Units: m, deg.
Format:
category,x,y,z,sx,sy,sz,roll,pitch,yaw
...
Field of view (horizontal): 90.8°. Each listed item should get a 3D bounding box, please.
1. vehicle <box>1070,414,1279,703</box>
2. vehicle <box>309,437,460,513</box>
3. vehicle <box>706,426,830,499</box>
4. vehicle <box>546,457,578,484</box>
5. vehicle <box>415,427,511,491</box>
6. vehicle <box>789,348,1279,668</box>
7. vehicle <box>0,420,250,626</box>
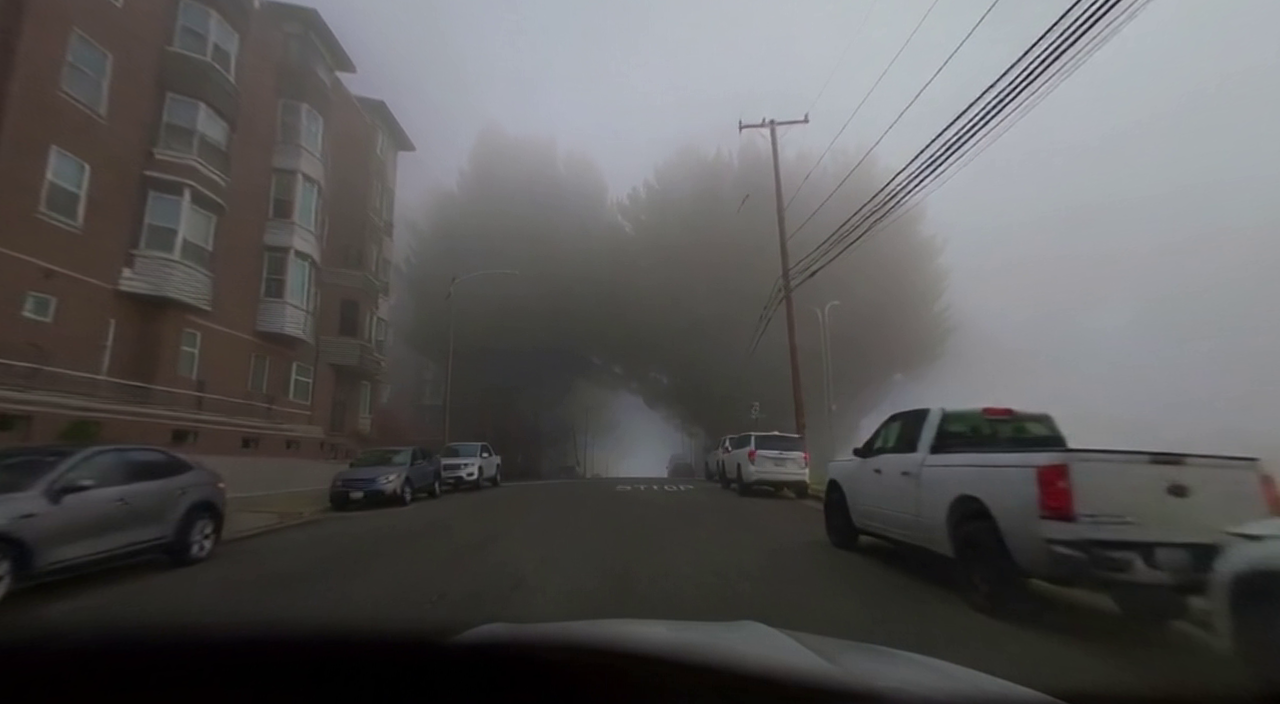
category,x,y,z,sx,sy,sz,roll,pitch,yaw
vehicle,3.592,0.832,1.398,1.925,1.489,4.655,0,-8,-1
vehicle,-6.355,3.075,16.365,2.069,1.647,4.359,-1,-8,0
vehicle,3.294,2.965,17.373,2.154,1.699,4.591,0,-8,-4
vehicle,-5.946,9.103,48.777,1.987,1.662,4.141,-2,-7,-1
vehicle,-6.120,3.845,22.545,2.076,1.913,5.060,-2,-10,-1
vehicle,3.294,1.288,6.416,2.082,1.902,5.122,0,-8,-3
vehicle,-6.337,1.598,6.427,1.947,1.707,4.352,0,-8,0
